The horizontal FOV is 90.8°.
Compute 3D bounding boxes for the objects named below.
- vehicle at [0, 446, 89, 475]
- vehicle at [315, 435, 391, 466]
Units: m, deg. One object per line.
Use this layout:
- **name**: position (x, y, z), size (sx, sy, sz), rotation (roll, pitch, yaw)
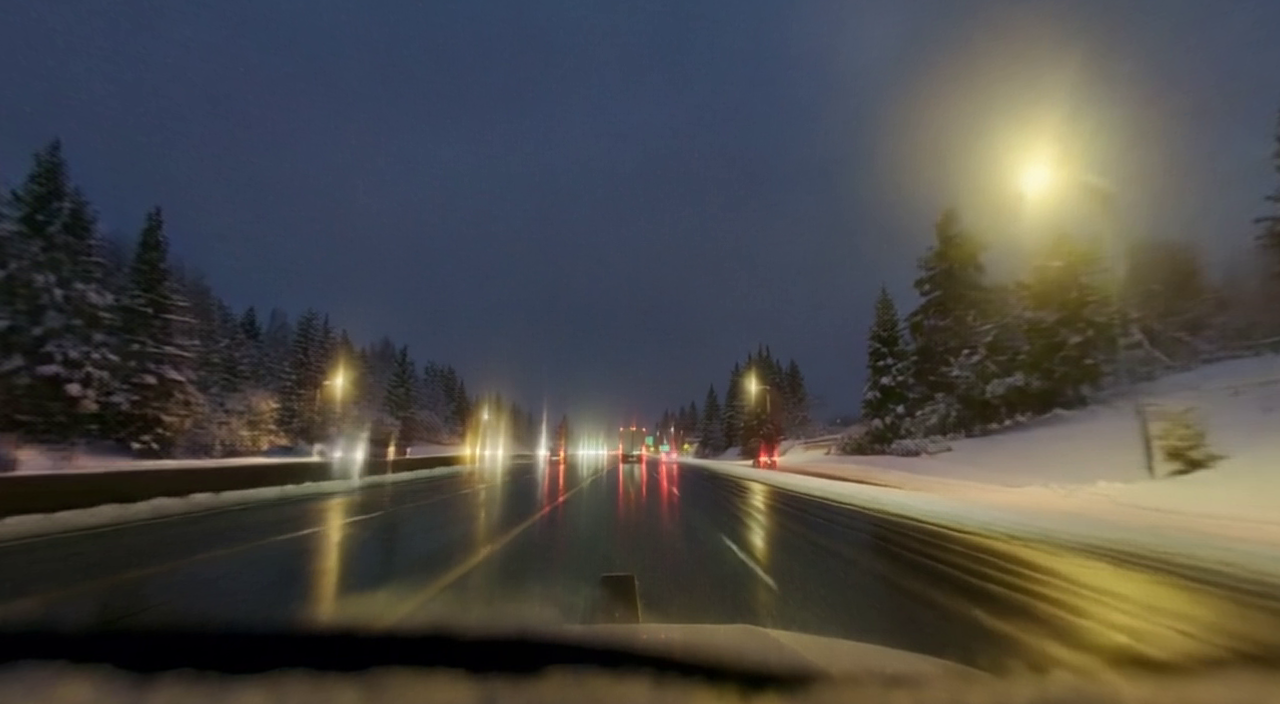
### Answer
- **vehicle**: position (-33.734, 5.986, 35.222), size (1.973, 1.481, 4.884), rotation (1, -9, -7)
- **vehicle**: position (-19.610, 6.775, 43.546), size (2.475, 1.913, 5.834), rotation (0, -9, 0)
